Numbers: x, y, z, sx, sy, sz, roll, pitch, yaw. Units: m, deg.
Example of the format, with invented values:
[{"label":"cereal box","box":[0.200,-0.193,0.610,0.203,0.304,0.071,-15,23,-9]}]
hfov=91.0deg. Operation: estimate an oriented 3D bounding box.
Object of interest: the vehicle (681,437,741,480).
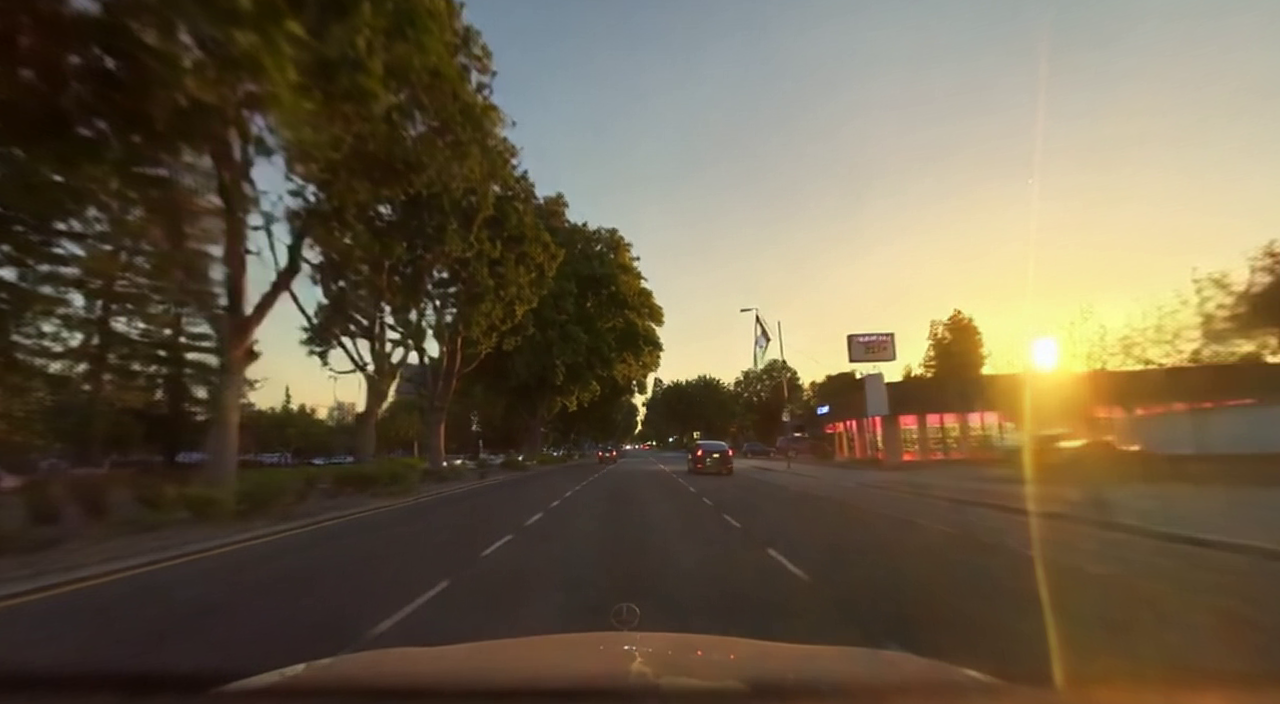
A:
[{"label":"vehicle","box":[3.093,4.745,28.239,2.083,1.743,4.354,0,-8,-1]}]

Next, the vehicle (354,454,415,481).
[{"label":"vehicle","box":[-15.869,7.168,39.329,1.971,1.475,4.318,0,-8,0]}]
